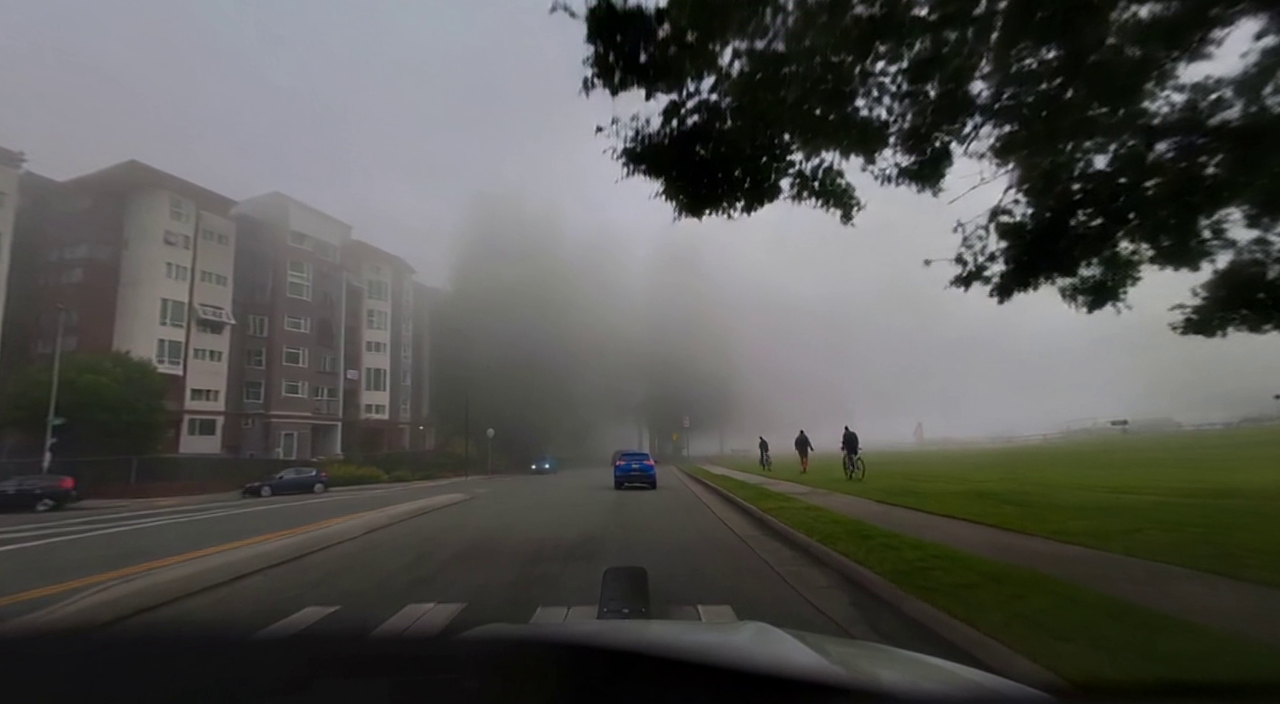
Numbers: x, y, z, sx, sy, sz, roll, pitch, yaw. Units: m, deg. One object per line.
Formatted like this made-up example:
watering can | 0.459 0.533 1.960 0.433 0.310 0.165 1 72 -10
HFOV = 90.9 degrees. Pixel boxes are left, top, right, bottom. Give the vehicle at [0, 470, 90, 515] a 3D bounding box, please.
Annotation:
vehicle | -25.515 5.748 25.898 2.038 1.618 4.086 -9 -12 43

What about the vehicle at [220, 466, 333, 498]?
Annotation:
vehicle | -18.882 6.718 32.867 2.116 1.409 4.607 -9 -12 43

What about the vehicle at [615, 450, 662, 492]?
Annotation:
vehicle | -0.057 4.182 22.248 1.559 1.351 2.452 -1 -10 0
